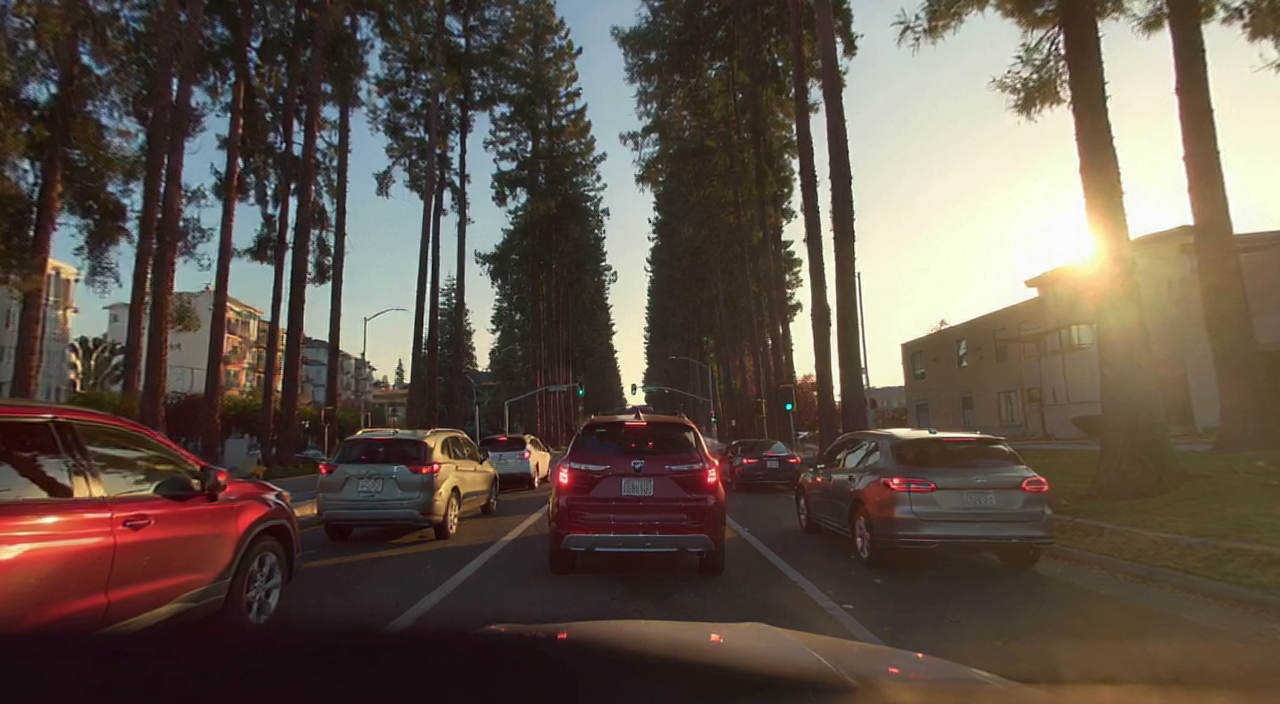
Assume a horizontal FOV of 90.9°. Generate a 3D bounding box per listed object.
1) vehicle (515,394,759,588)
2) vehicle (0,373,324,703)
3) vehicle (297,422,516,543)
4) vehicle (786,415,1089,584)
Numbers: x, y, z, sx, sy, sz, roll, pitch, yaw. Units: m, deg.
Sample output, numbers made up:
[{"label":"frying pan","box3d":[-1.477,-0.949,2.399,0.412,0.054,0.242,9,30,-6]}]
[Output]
[{"label":"vehicle","box3d":[-0.011,1.552,7.788,2.193,1.744,4.033,0,-8,1]},{"label":"vehicle","box3d":[-3.779,0.998,3.301,1.929,1.641,4.193,0,-8,2]},{"label":"vehicle","box3d":[-3.659,2.120,10.917,2.042,1.641,4.314,0,-8,1]},{"label":"vehicle","box3d":[3.254,1.671,7.860,1.922,1.579,3.642,0,-8,-1]}]
